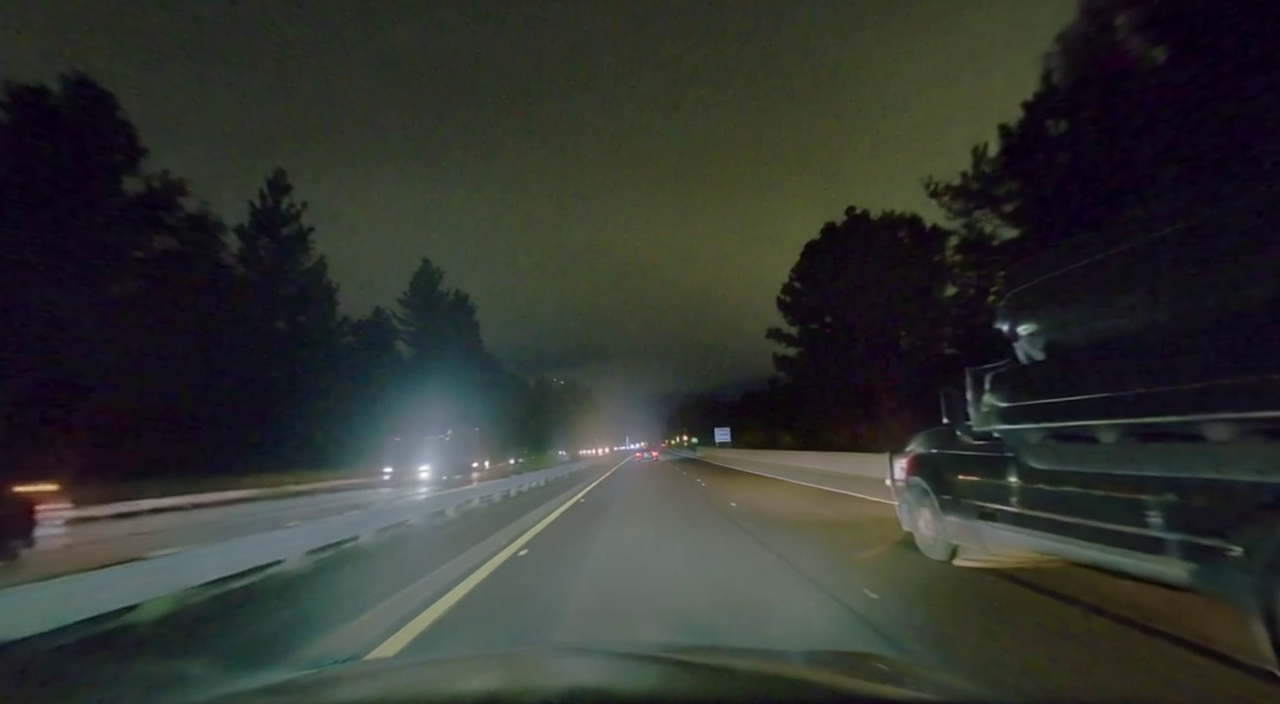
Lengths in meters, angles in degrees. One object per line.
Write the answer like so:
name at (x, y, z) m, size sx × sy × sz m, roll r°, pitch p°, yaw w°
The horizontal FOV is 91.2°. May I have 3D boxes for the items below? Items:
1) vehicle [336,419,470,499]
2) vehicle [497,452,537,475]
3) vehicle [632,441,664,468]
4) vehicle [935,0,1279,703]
vehicle at (-9.000, 4.189, 24.883) m, size 2.380 × 2.679 × 7.252 m, roll 0°, pitch -9°, yaw 1°
vehicle at (-8.459, 7.698, 43.388) m, size 1.911 × 1.493 × 4.149 m, roll 0°, pitch -9°, yaw 1°
vehicle at (0.543, 7.077, 43.392) m, size 2.098 × 1.692 × 4.038 m, roll 0°, pitch -9°, yaw 0°
vehicle at (4.666, -0.302, 3.047) m, size 2.961 × 3.994 × 6.537 m, roll -1°, pitch -9°, yaw -1°
